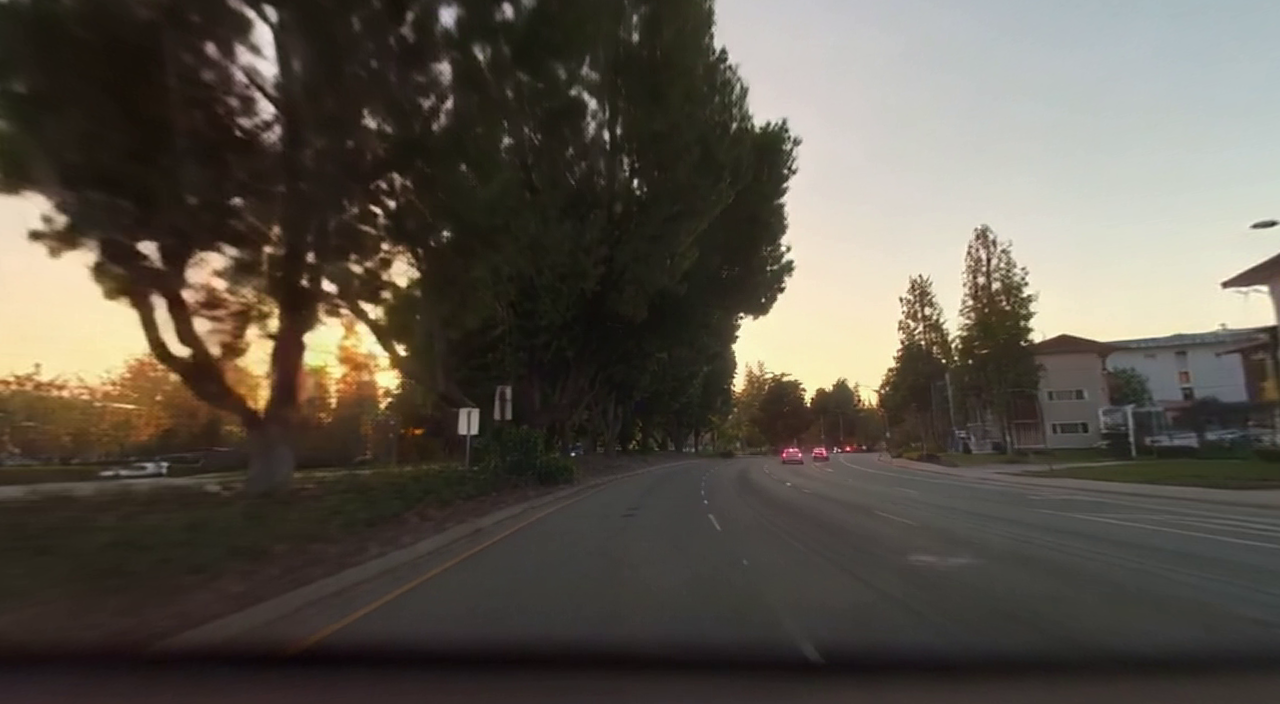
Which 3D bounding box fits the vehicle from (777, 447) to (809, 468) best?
[{"bbox_3d":[11.579,7.965,47.907,1.988,1.460,3.996,-2,-9,9],"label":"vehicle"}]
